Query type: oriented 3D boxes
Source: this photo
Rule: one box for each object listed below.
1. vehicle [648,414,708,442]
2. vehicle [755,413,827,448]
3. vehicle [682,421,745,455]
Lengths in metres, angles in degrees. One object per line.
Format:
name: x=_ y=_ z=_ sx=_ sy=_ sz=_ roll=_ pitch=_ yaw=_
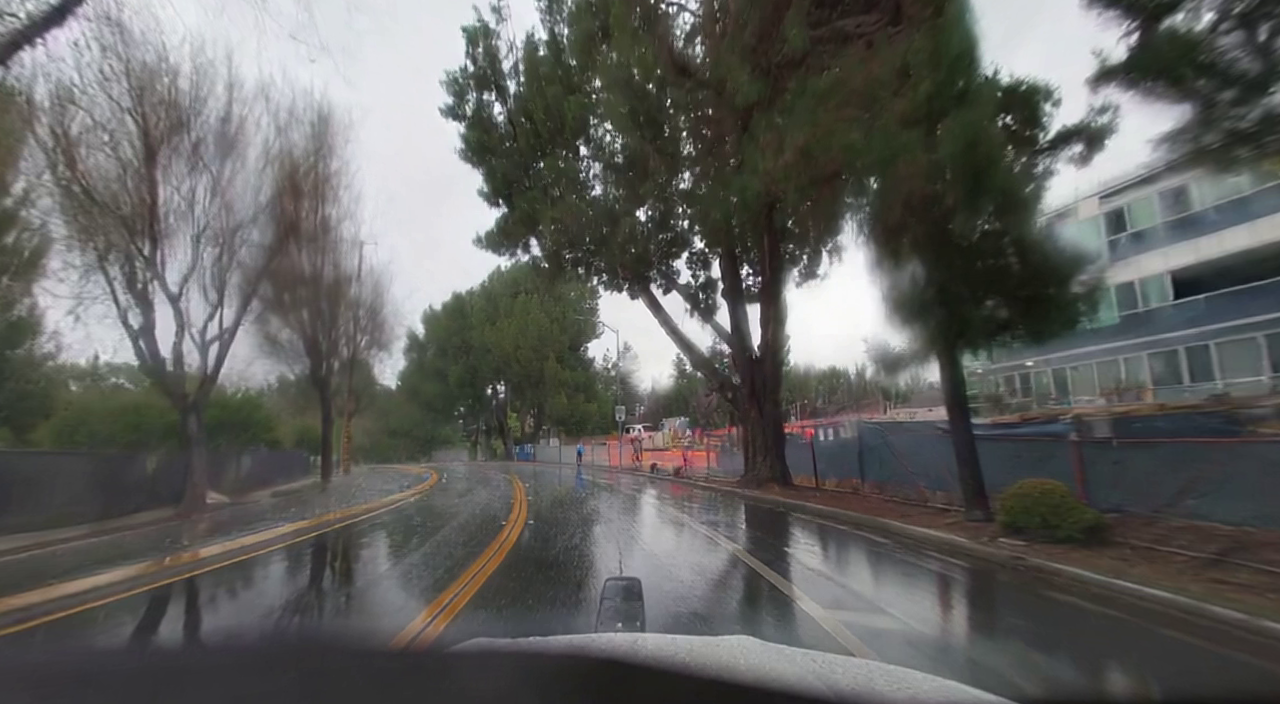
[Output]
vehicle: x=2.839 y=5.696 z=47.248 sx=3.916 sy=1.765 sz=1.785 roll=-2 pitch=-6 yaw=-21
vehicle: x=6.817 y=3.640 z=28.944 sx=1.635 sy=1.445 sz=3.563 roll=1 pitch=-9 yaw=-15
vehicle: x=4.638 y=5.471 z=39.925 sx=3.451 sy=1.504 sz=1.652 roll=9 pitch=-15 yaw=-9
